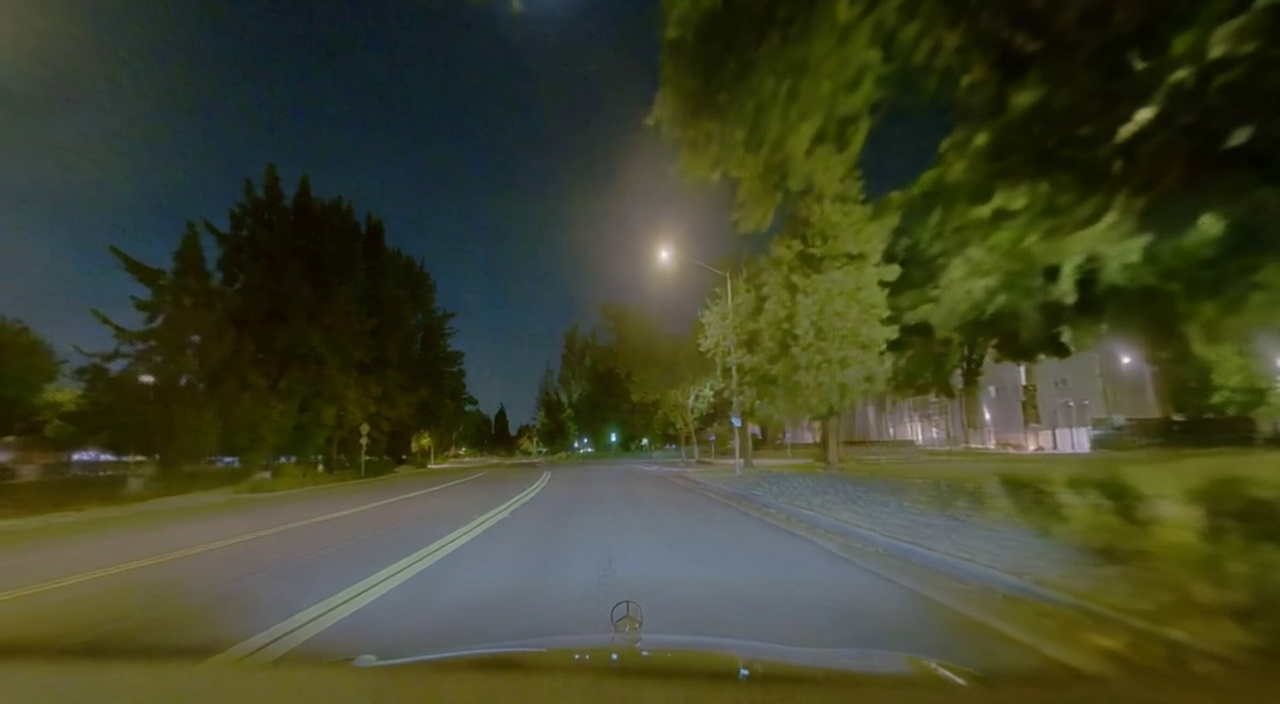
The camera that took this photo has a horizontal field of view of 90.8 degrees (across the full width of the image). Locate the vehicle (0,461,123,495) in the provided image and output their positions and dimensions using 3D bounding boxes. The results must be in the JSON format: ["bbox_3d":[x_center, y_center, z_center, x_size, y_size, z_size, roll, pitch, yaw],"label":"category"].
[{"bbox_3d":[-25.081,5.436,27.422,3.602,1.387,1.687,1,-9,-6],"label":"vehicle"}]
